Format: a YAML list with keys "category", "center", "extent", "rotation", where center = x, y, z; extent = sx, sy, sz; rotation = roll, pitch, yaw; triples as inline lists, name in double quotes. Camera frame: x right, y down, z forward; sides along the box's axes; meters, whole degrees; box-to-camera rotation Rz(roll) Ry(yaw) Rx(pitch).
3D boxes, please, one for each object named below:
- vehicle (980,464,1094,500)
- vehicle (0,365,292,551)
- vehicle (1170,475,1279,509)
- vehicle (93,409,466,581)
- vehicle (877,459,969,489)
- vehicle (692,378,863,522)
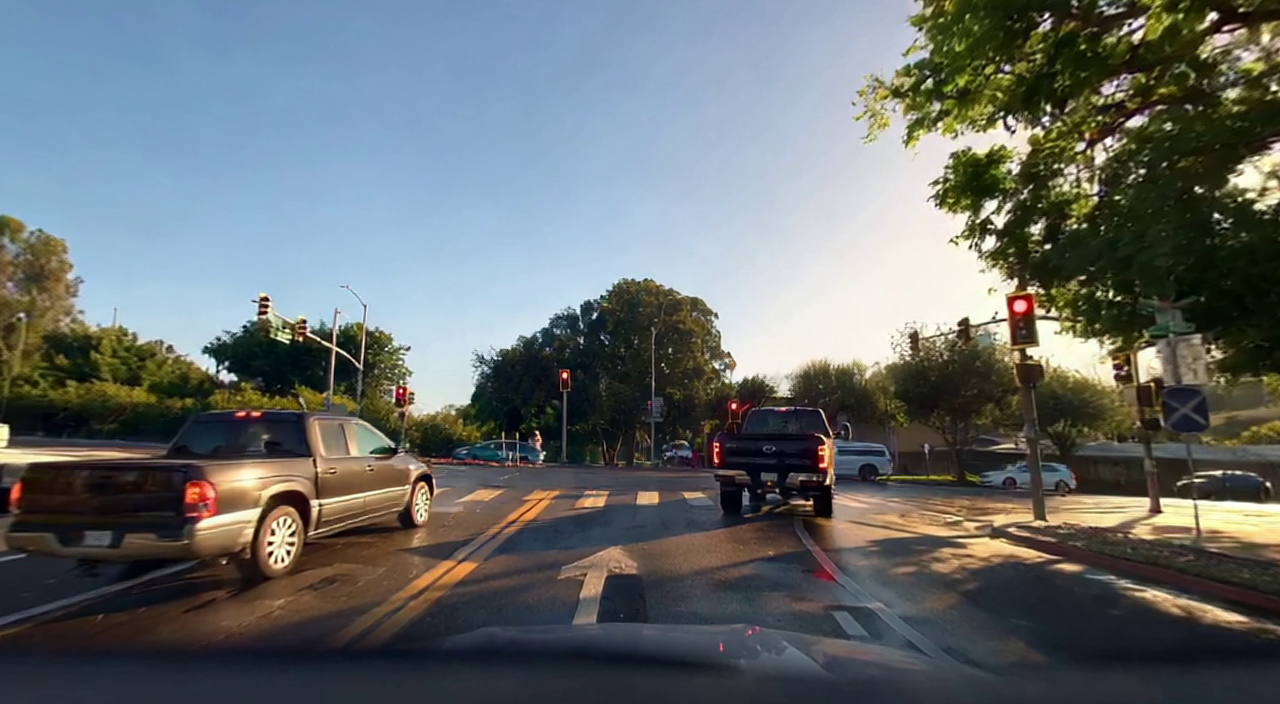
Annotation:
- category: "vehicle"
  center: [20.205, 6.610, 32.208]
  extent: [4.356, 1.498, 1.957]
  rotation: [-4, -8, 4]
- category: "vehicle"
  center: [-7.143, 1.368, 8.418]
  extent: [2.068, 1.772, 4.944]
  rotation: [0, -8, 1]
- category: "vehicle"
  center: [29.614, 7.006, 31.645]
  extent: [4.322, 1.522, 1.795]
  rotation: [0, -8, -1]
- category: "vehicle"
  center: [-3.804, 1.590, 7.852]
  extent: [1.913, 1.491, 4.547]
  rotation: [0, -8, 0]
- category: "vehicle"
  center: [16.641, 7.175, 37.169]
  extent: [4.537, 1.608, 1.827]
  rotation: [0, -8, 2]
- category: "vehicle"
  center: [2.963, 2.119, 13.836]
  extent: [2.851, 2.400, 5.978]
  rotation: [-2, -9, 12]
